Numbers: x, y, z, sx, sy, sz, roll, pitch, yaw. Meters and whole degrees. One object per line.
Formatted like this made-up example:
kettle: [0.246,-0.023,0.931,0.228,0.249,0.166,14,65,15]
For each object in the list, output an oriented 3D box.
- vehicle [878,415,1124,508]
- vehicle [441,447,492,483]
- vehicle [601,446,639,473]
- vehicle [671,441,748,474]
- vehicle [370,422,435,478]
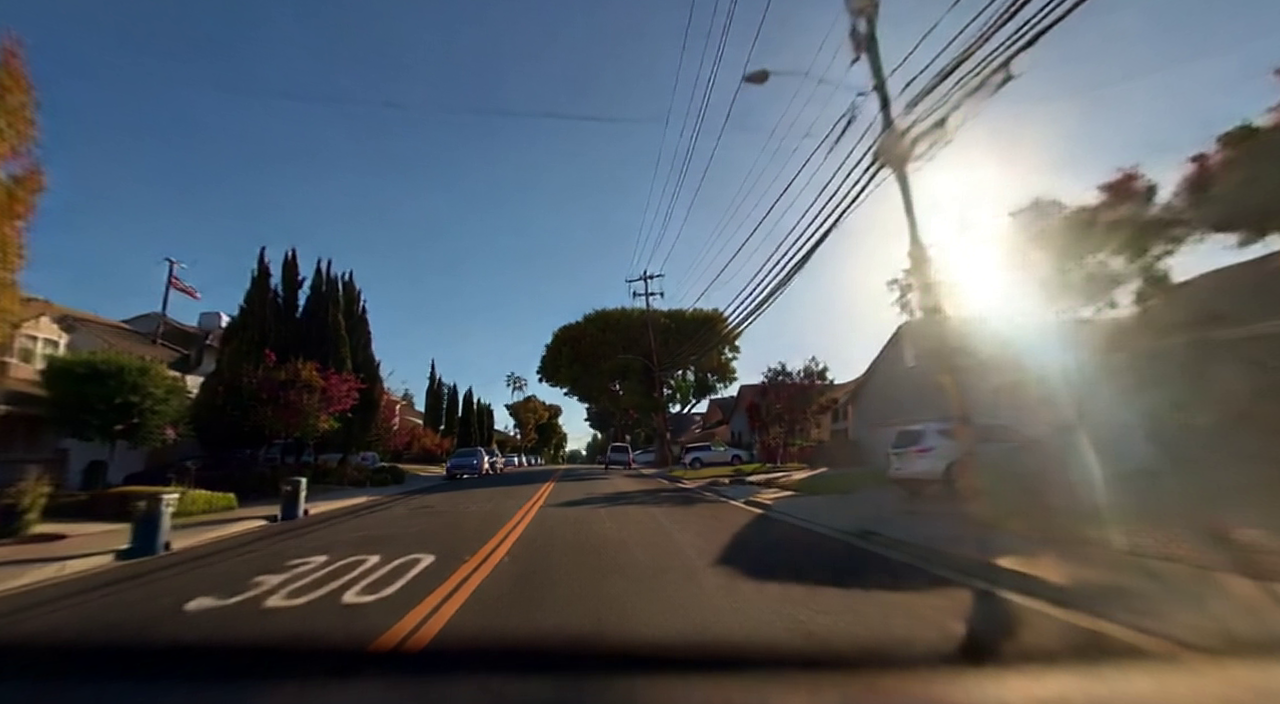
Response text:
vehicle: [8.049,2.459,14.395,4.337,1.768,1.962,-2,-9,-5]
vehicle: [-9.729,6.445,35.803,2.046,1.777,4.473,-2,-12,-6]
vehicle: [-1.653,8.429,49.830,2.203,1.952,5.111,2,-9,-11]
vehicle: [4.453,6.830,40.917,4.489,1.812,2.056,0,-14,-10]
vehicle: [-15.237,6.376,41.085,2.781,3.221,7.995,2,-9,-13]
